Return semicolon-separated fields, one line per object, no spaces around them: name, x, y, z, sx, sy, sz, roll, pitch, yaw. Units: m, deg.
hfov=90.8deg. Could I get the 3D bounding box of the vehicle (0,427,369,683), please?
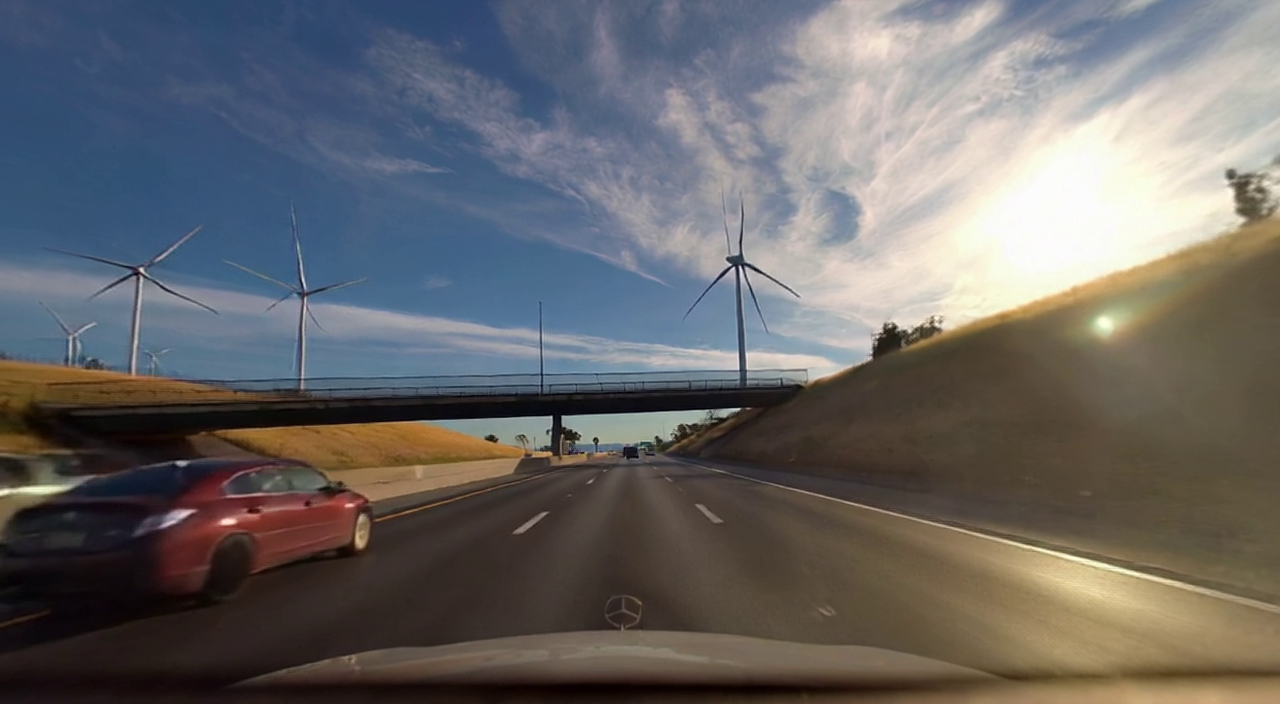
vehicle;-4.384;1.514;5.820;1.921;1.481;4.120;0;-9;0
